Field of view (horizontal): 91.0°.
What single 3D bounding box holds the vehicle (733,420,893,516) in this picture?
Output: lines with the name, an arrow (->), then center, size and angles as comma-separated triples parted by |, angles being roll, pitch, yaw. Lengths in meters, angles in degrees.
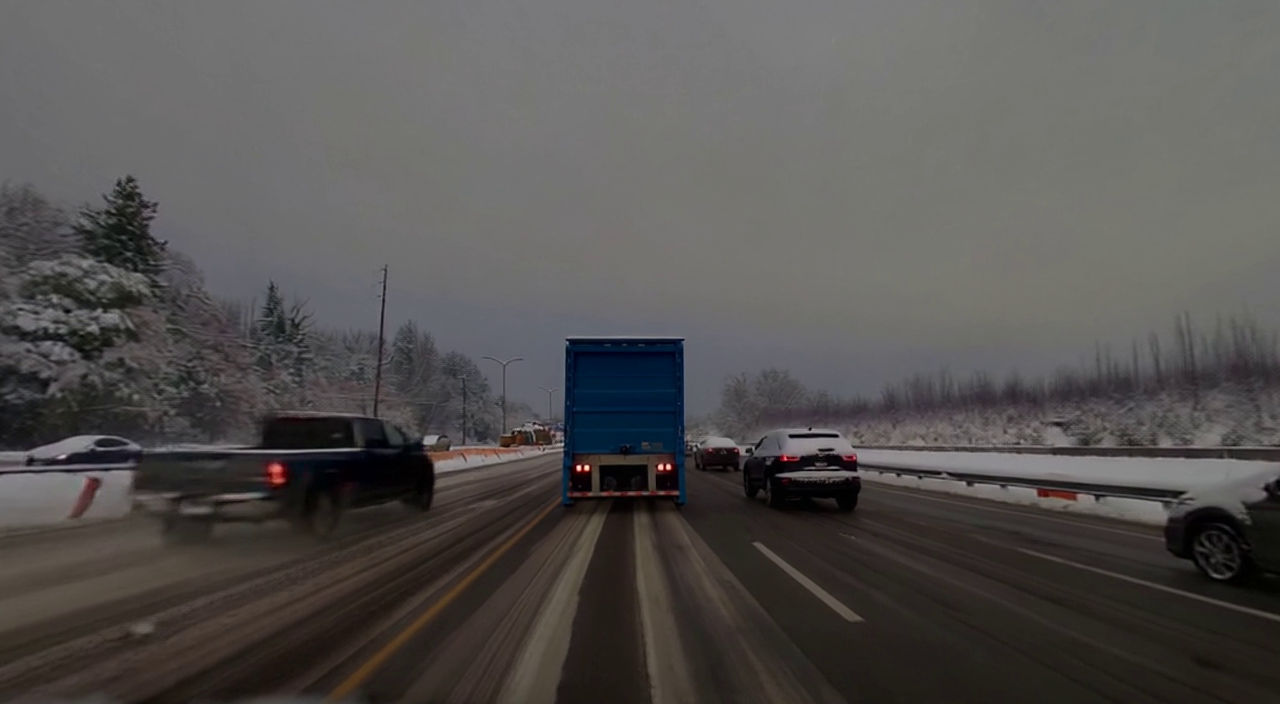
vehicle -> 3.420, 2.408, 13.473 | 2.103, 1.713, 4.173 | 1, -9, -2

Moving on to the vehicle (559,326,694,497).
vehicle -> -0.462, 2.093, 19.601 | 3.067, 3.940, 10.154 | 1, -9, -2

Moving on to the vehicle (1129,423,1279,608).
vehicle -> 6.905, 1.339, 4.799 | 2.070, 1.632, 4.774 | 2, -9, -9

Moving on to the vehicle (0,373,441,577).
vehicle -> -5.119, 1.626, 9.152 | 2.421, 1.965, 5.980 | 0, -8, 1
